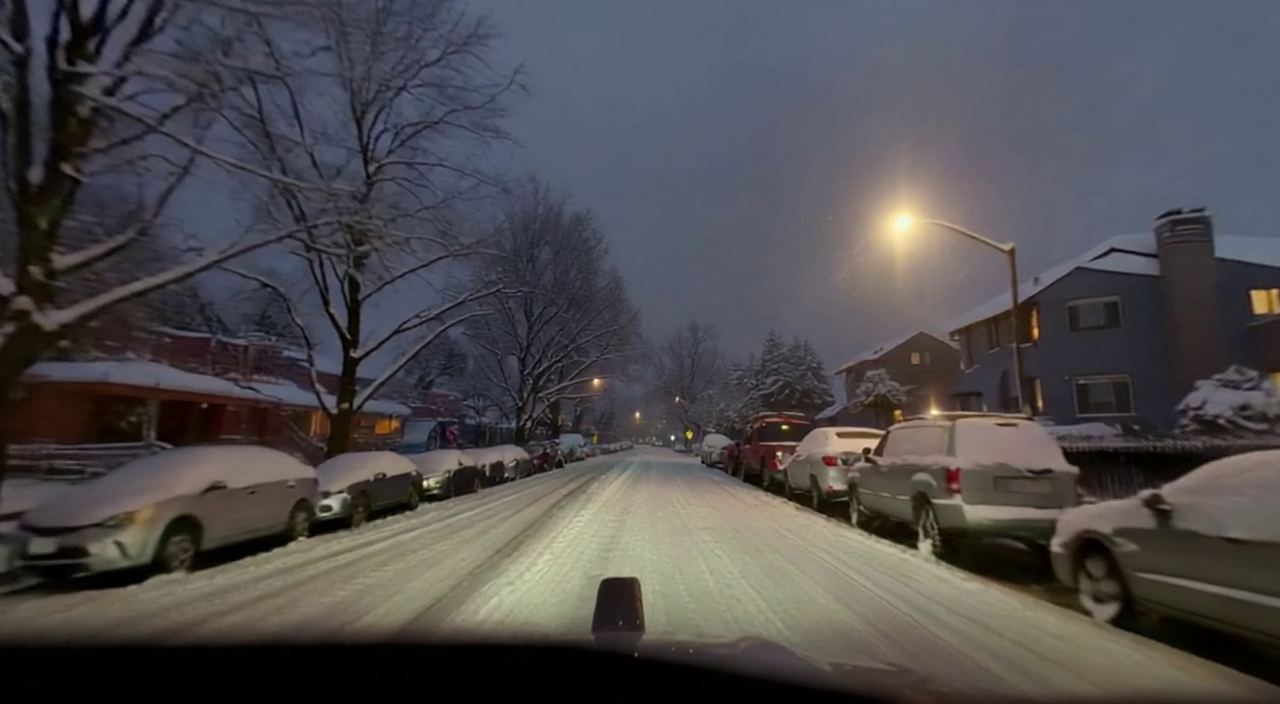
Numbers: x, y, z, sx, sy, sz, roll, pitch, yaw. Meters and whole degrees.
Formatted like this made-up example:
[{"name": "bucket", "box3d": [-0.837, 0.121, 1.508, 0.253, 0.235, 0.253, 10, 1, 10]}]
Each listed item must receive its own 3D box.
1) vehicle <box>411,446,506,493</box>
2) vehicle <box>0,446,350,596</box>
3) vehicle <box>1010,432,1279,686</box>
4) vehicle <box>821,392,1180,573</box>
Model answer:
[{"name": "vehicle", "box3d": [-6.336, 4.143, 22.748, 1.869, 1.467, 4.921, -1, -8, 1]}, {"name": "vehicle", "box3d": [-6.292, 2.152, 9.105, 1.840, 1.476, 4.739, -2, -8, 2]}, {"name": "vehicle", "box3d": [4.570, 1.222, 3.875, 1.811, 1.439, 4.521, 0, -8, -1]}, {"name": "vehicle", "box3d": [4.588, 1.781, 9.481, 2.072, 1.883, 5.576, 0, -8, 0]}]
